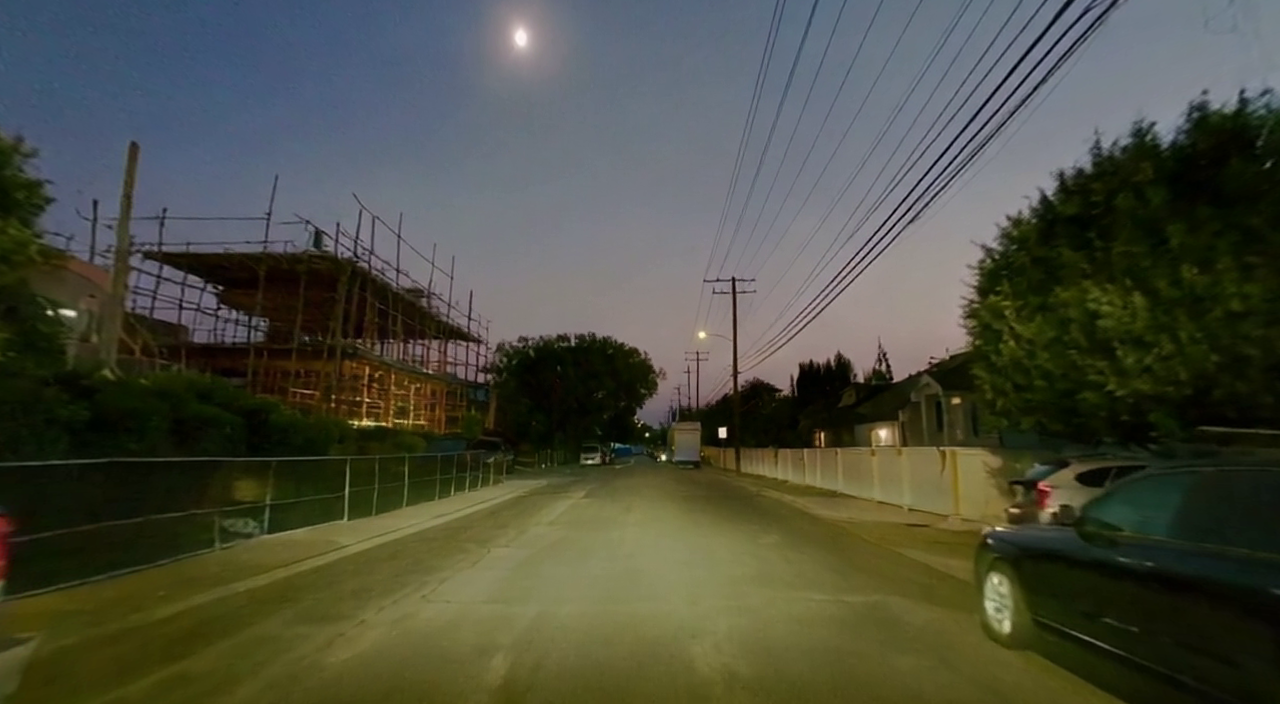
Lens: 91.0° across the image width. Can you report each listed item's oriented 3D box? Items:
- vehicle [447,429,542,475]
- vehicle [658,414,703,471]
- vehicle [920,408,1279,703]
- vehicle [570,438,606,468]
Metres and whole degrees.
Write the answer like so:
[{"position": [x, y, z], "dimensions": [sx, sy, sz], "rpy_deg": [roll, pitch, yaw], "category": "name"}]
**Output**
[{"position": [-6.467, 4.562, 28.913], "dimensions": [2.238, 1.895, 5.648], "rpy_deg": [-2, -9, 9], "category": "vehicle"}, {"position": [3.152, 7.129, 49.490], "dimensions": [2.915, 3.793, 9.963], "rpy_deg": [4, -8, 4], "category": "vehicle"}, {"position": [3.407, 1.127, 3.252], "dimensions": [1.938, 1.557, 4.125], "rpy_deg": [0, -9, -1], "category": "vehicle"}, {"position": [-3.966, 7.767, 48.828], "dimensions": [2.171, 1.910, 4.789], "rpy_deg": [-2, -4, 3], "category": "vehicle"}]
